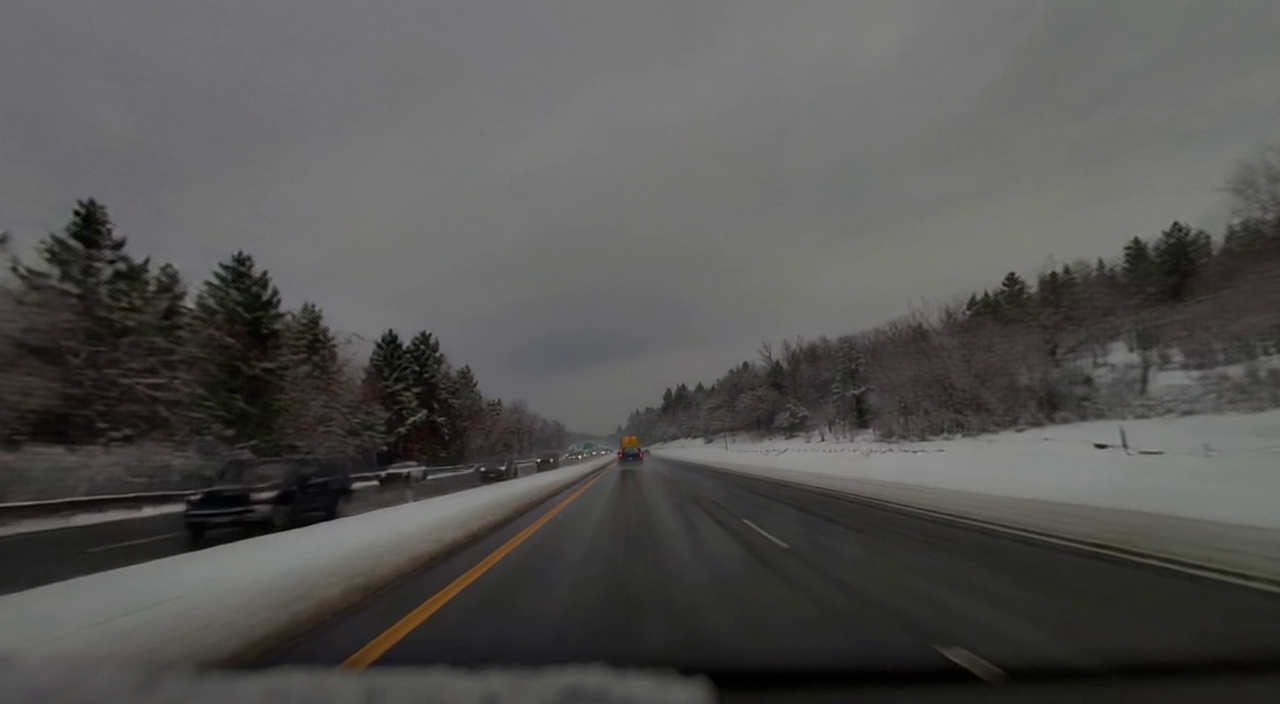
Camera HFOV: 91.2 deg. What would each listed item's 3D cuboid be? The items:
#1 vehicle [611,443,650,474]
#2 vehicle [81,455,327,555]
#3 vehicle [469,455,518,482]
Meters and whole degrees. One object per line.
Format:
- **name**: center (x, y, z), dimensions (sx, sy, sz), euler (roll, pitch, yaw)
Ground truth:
- **vehicle**: center (-0.556, 6.264, 36.974), dimensions (2.168, 1.705, 4.272), euler (-1, -9, -1)
- **vehicle**: center (-8.717, 3.040, 13.168), dimensions (1.991, 1.650, 4.391), euler (-1, -9, 0)
- **vehicle**: center (-9.120, 7.312, 39.463), dimensions (1.933, 1.527, 4.642), euler (-1, -9, 0)
